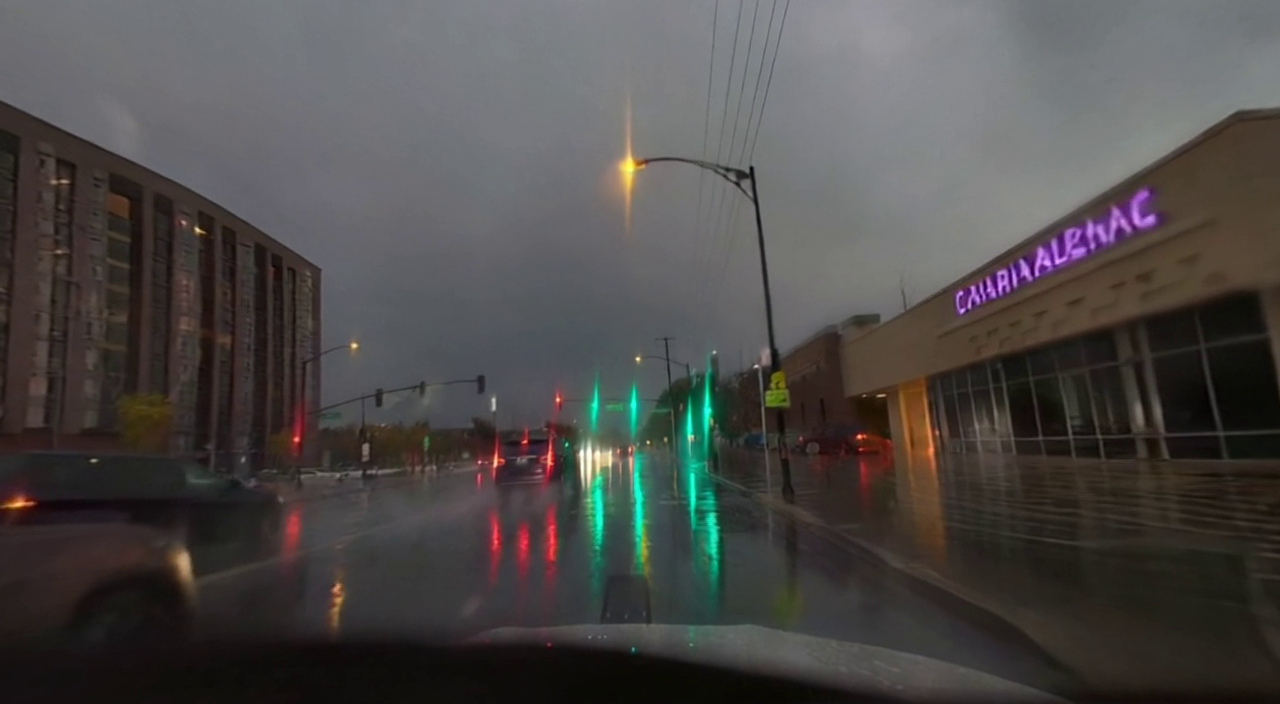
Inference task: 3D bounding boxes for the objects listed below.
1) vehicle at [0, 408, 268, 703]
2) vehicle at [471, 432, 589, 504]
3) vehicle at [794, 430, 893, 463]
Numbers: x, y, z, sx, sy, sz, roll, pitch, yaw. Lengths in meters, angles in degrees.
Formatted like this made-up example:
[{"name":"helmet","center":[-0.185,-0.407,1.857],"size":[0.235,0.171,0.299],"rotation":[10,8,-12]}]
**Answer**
[{"name":"vehicle","center":[-3.392,0.844,1.543],"size":[2.037,1.484,4.603],"rotation":[-1,-9,2]},{"name":"vehicle","center":[-2.900,3.214,17.972],"size":[2.277,1.743,4.893],"rotation":[-1,-9,3]},{"name":"vehicle","center":[10.286,4.858,32.176],"size":[4.361,1.550,2.087],"rotation":[0,-11,3]}]
